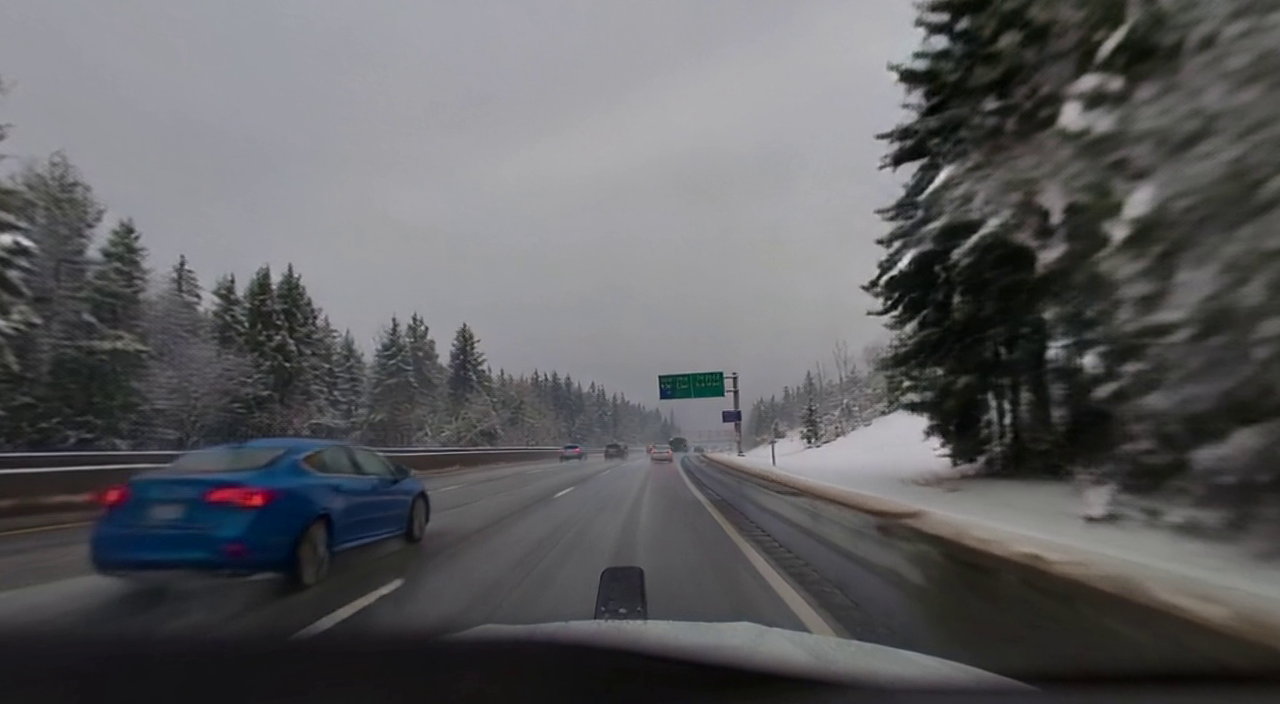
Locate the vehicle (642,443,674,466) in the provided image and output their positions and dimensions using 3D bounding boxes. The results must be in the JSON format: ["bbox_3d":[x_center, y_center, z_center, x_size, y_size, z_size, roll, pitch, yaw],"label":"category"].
[{"bbox_3d":[1.285,7.053,43.542,2.113,1.464,4.073,0,-8,3],"label":"vehicle"}]

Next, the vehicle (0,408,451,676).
[{"bbox_3d":[-3.501,1.421,5.924,2.024,1.531,4.431,0,-8,1],"label":"vehicle"}]
